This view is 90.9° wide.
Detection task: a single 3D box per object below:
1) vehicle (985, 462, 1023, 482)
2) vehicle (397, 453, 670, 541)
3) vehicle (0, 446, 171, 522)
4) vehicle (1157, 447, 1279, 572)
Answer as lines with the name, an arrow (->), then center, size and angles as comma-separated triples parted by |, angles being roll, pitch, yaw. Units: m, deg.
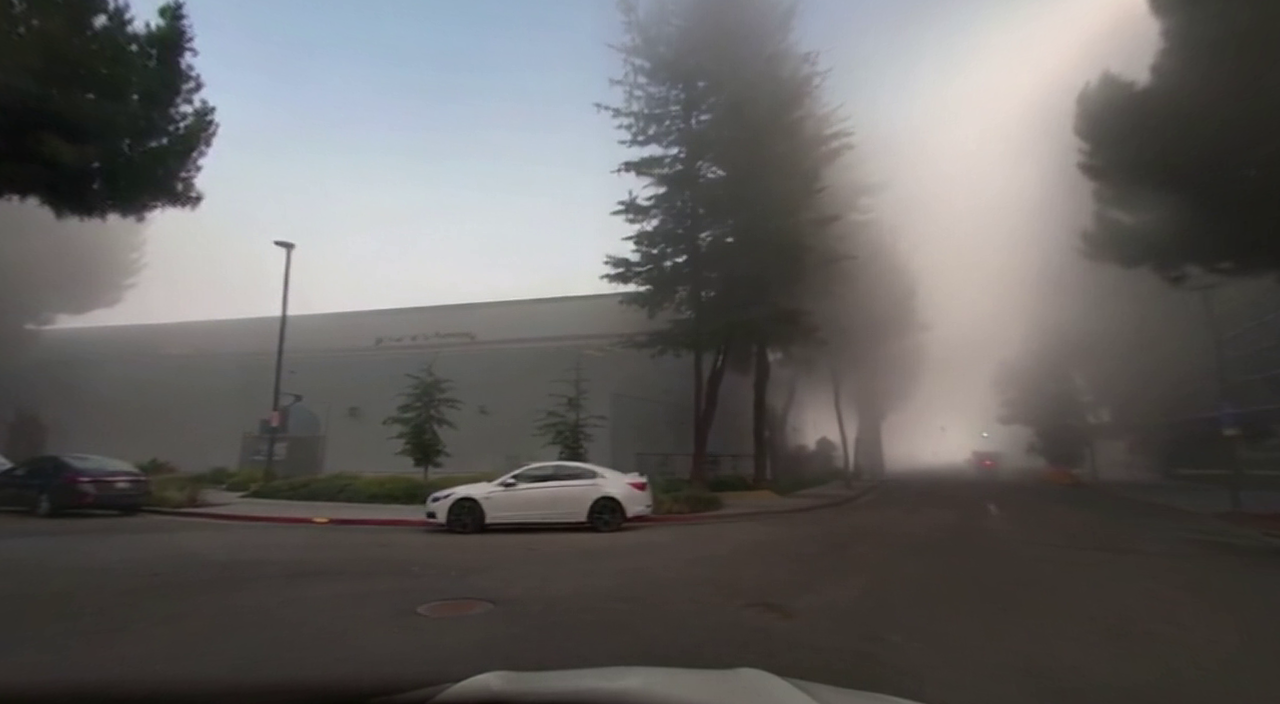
vehicle -> 27.632, 9.098, 47.877 | 1.998, 1.424, 3.589 | -3, -11, 22
vehicle -> -1.999, 2.770, 12.219 | 4.770, 1.448, 1.983 | 3, -11, -14
vehicle -> -13.025, 2.922, 14.239 | 4.118, 1.482, 1.889 | -4, -11, 23
vehicle -> 9.643, 2.269, 9.369 | 1.865, 1.529, 4.407 | -4, -12, 24
